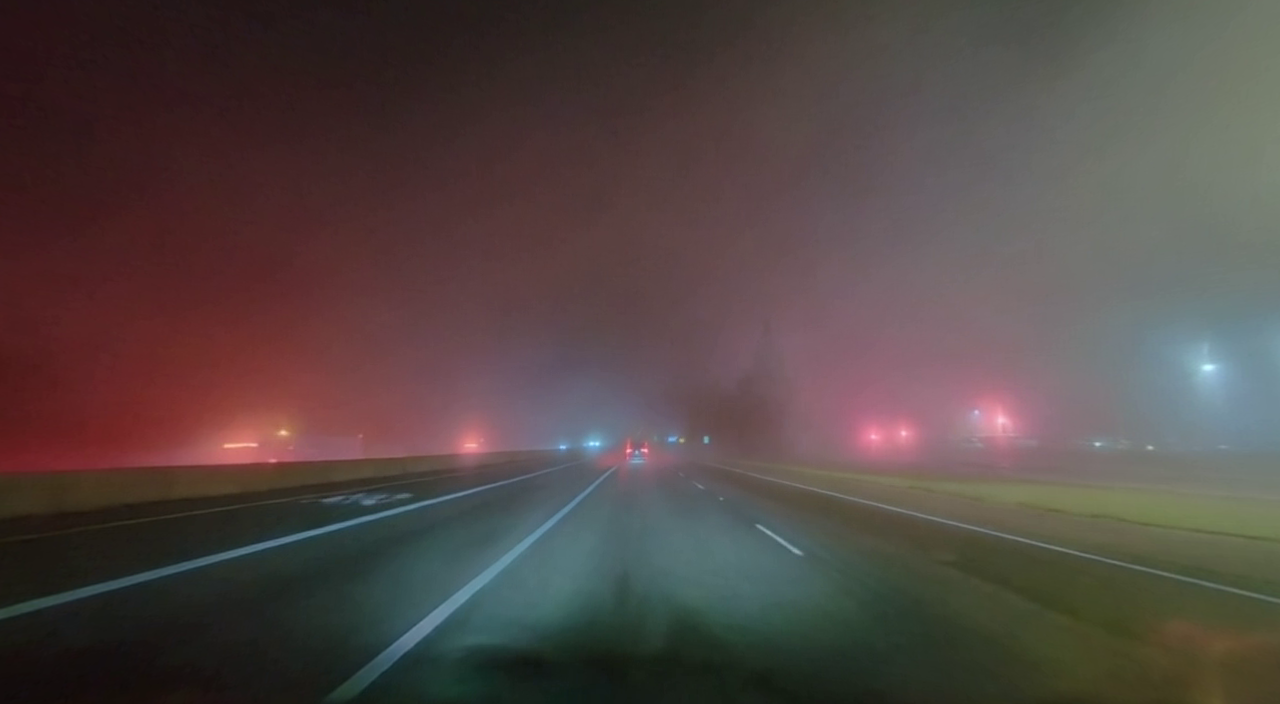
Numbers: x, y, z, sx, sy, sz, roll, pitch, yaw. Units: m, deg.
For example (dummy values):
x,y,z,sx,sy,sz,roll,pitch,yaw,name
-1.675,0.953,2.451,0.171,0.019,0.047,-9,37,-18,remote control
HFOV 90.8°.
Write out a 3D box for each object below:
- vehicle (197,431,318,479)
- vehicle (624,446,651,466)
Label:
x,y,z,sx,sy,sz,roll,pitch,yaw,name
-28.478,7.741,47.863,2.995,3.269,9.862,0,-9,0,vehicle
-0.227,7.968,48.496,2.025,1.460,4.189,0,-9,-1,vehicle
